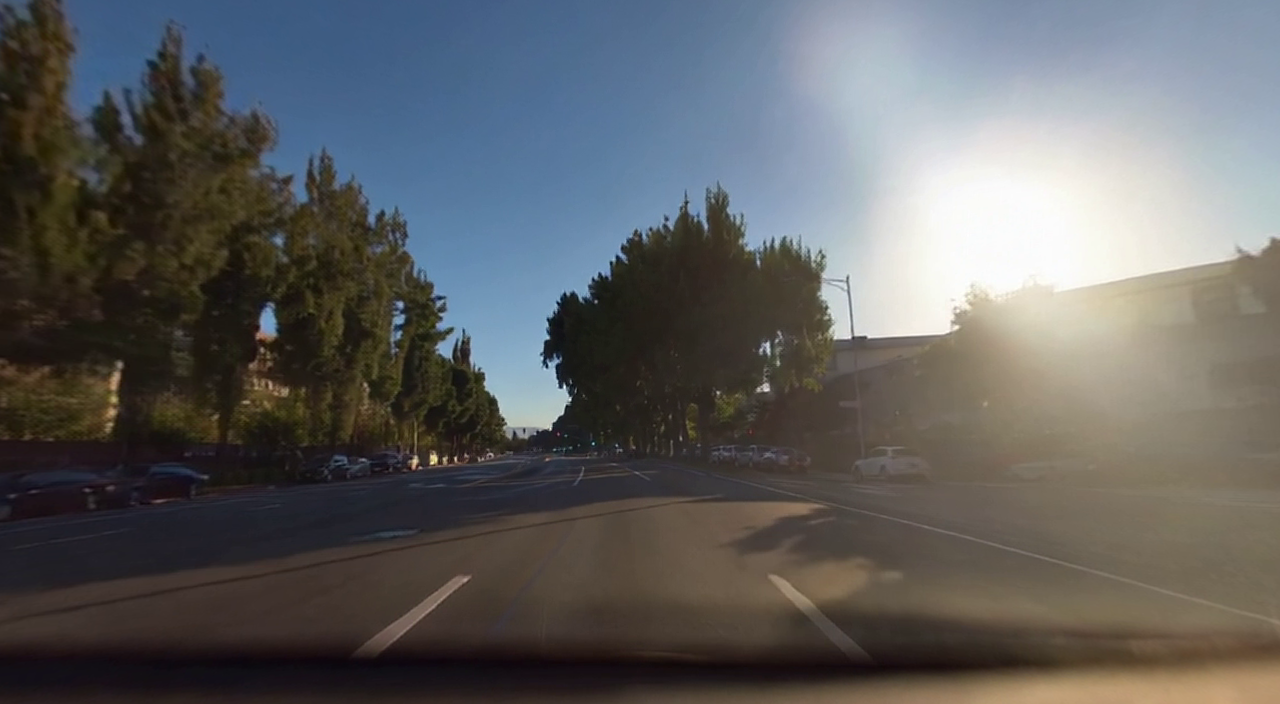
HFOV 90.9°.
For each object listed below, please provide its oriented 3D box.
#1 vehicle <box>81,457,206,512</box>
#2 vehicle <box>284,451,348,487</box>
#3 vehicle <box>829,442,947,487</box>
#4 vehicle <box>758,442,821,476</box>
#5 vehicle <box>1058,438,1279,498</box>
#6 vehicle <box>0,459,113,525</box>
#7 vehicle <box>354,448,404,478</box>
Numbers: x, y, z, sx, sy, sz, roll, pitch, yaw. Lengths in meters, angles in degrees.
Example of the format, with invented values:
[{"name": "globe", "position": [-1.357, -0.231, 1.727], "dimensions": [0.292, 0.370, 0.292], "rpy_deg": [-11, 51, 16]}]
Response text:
[{"name": "vehicle", "position": [-17.769, 4.703, 22.793], "dimensions": [1.836, 1.512, 3.581], "rpy_deg": [-2, -6, -4]}, {"name": "vehicle", "position": [-18.825, 6.787, 36.855], "dimensions": [1.916, 1.657, 4.366], "rpy_deg": [-1, -6, -7]}, {"name": "vehicle", "position": [9.881, 4.489, 25.459], "dimensions": [1.919, 1.627, 4.196], "rpy_deg": [5, -10, -25]}, {"name": "vehicle", "position": [8.374, 6.058, 35.783], "dimensions": [2.039, 1.752, 4.876], "rpy_deg": [1, -9, -4]}, {"name": "vehicle", "position": [16.007, 3.450, 19.072], "dimensions": [5.088, 1.538, 2.114], "rpy_deg": [-2, -7, 3]}, {"name": "vehicle", "position": [-17.507, 3.927, 17.600], "dimensions": [1.802, 1.477, 4.648], "rpy_deg": [-3, -6, -3]}, {"name": "vehicle", "position": [-20.181, 8.588, 49.048], "dimensions": [2.111, 1.908, 5.586], "rpy_deg": [0, -7, -7]}]
